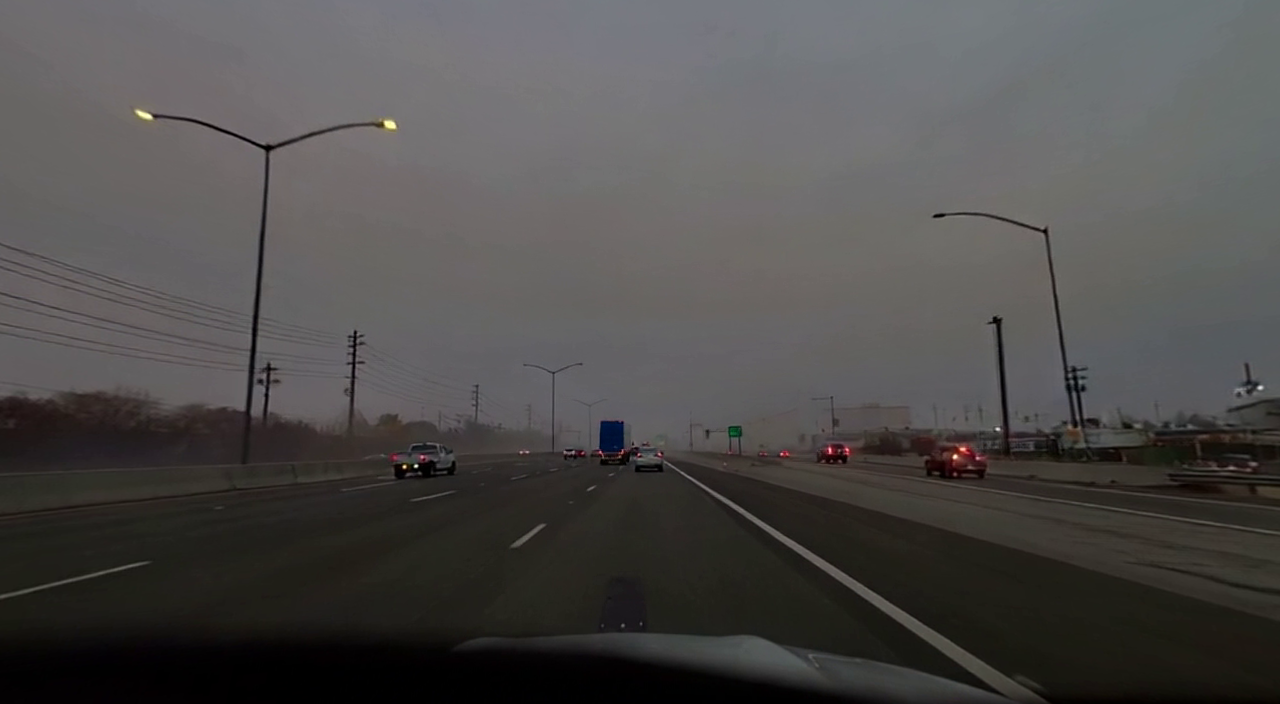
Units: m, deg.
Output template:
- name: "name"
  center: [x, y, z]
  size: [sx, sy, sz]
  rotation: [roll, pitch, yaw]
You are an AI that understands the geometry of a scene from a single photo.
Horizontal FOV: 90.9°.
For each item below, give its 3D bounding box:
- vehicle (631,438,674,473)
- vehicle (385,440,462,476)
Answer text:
- name: "vehicle"
  center: [0.664, 5.767, 35.451]
  size: [2.279, 1.837, 4.747]
  rotation: [0, -8, 0]
- name: "vehicle"
  center: [-10.839, 5.327, 31.982]
  size: [2.097, 1.673, 4.730]
  rotation: [0, -8, 2]
